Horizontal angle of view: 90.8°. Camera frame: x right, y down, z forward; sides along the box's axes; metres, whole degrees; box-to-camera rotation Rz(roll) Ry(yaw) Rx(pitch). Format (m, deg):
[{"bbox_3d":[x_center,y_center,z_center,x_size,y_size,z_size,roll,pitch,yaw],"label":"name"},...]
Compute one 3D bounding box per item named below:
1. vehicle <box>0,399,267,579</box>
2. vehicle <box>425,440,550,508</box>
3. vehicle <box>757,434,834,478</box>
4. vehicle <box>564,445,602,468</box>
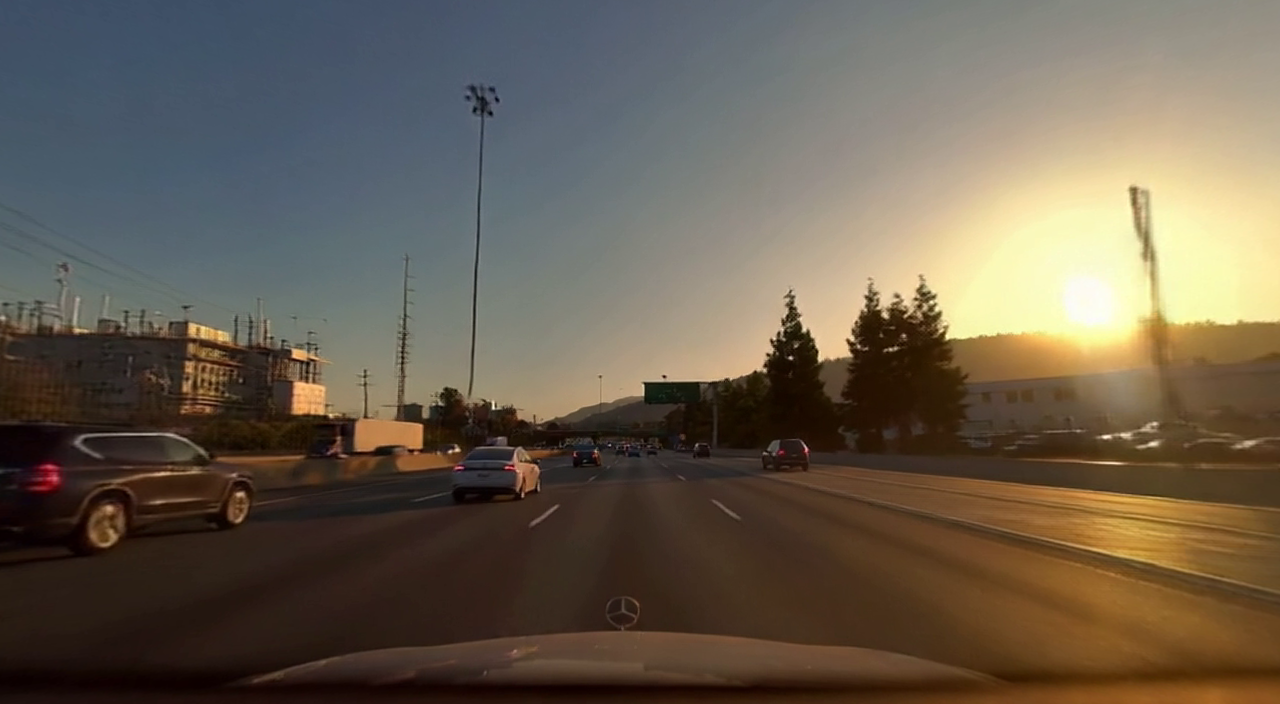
[{"bbox_3d":[-7.584,1.677,8.281,2.310,1.787,4.955,0,-9,0],"label":"vehicle"},{"bbox_3d":[-3.691,3.052,16.283,2.047,1.469,4.614,0,-9,0],"label":"vehicle"},{"bbox_3d":[6.839,4.638,28.330,2.147,1.769,4.666,0,-9,-2],"label":"vehicle"},{"bbox_3d":[-3.701,6.864,41.647,2.078,1.464,4.093,0,-9,0],"label":"vehicle"}]
